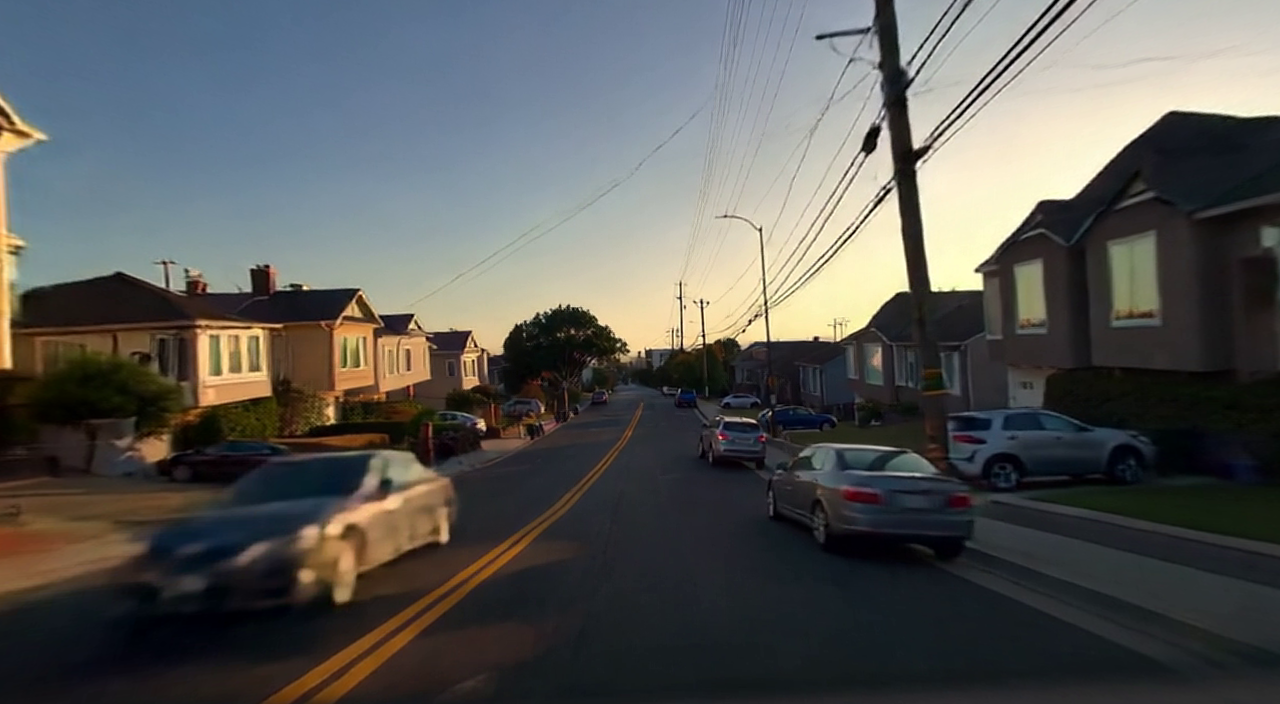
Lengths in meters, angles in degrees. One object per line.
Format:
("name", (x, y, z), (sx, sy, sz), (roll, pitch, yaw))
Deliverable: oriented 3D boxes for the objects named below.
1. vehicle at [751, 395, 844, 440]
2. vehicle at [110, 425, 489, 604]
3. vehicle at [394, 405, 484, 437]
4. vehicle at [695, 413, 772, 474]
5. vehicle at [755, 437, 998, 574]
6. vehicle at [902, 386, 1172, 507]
("vehicle", (8.923, 3.783, 36.011), (4.622, 1.826, 2.065), (-8, -9, 1))
("vehicle", (-3.531, 1.751, 7.800), (2.096, 1.542, 4.481), (0, -8, 1))
("vehicle", (-11.679, 4.067, 36.760), (4.525, 1.797, 2.024), (-1, -9, 5))
("vehicle", (3.449, 3.401, 24.176), (2.211, 1.860, 4.813), (0, -3, 0))
("vehicle", (3.052, 2.051, 9.328), (2.063, 1.503, 4.415), (0, -9, 3))
("vehicle", (8.295, 2.007, 13.511), (4.286, 2.044, 1.913), (-5, -8, 0))
